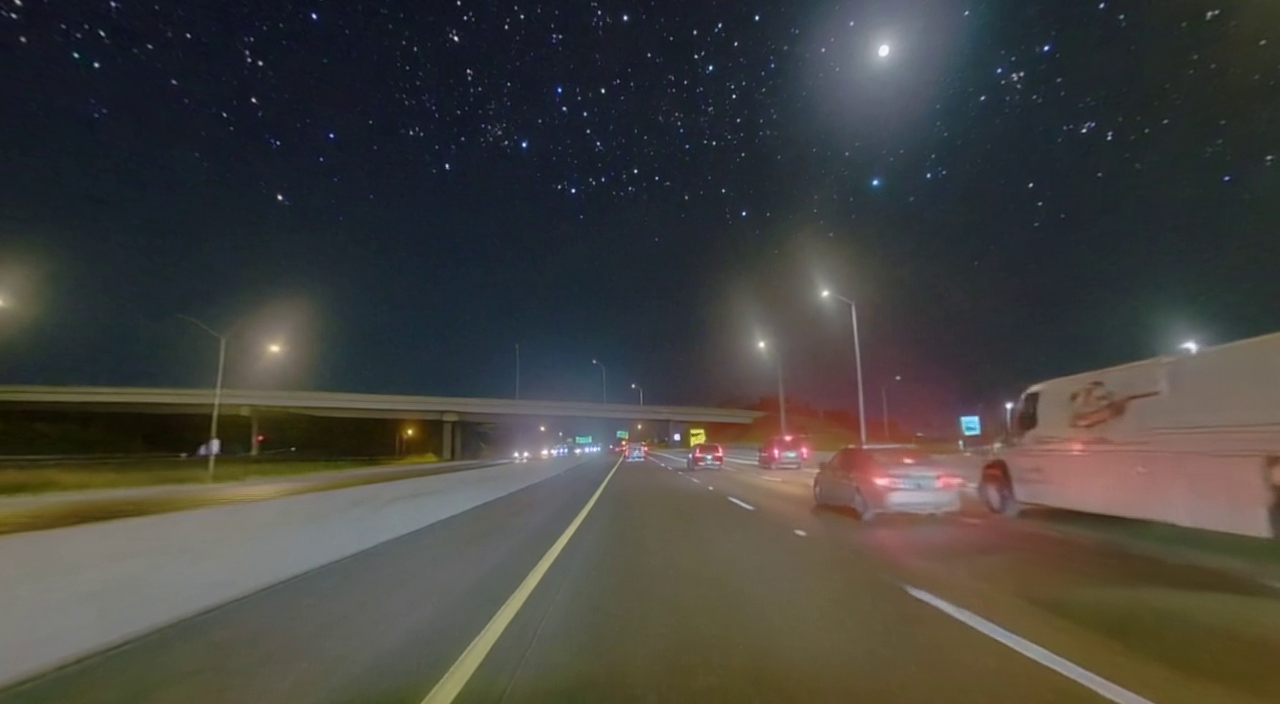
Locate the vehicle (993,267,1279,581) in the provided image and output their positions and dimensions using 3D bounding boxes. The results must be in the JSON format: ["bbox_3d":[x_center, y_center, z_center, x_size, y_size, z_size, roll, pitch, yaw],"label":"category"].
[{"bbox_3d":[8.064,0.948,7.855,2.866,3.233,7.345,1,-9,-2],"label":"vehicle"}]

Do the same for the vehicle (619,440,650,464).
[{"bbox_3d":[-0.472,7.678,48.441,2.256,1.743,4.189,0,-8,-1],"label":"vehicle"}]

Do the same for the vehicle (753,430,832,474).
[{"bbox_3d":[7.676,5.126,32.635,2.448,2.042,5.959,0,-8,-1],"label":"vehicle"}]

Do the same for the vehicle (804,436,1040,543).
[{"bbox_3d":[4.433,2.212,10.890,1.971,1.453,4.414,0,-8,-1],"label":"vehicle"}]

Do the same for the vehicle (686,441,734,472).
[{"bbox_3d":[3.849,5.870,35.733,2.005,1.585,4.863,0,-8,-2],"label":"vehicle"}]
